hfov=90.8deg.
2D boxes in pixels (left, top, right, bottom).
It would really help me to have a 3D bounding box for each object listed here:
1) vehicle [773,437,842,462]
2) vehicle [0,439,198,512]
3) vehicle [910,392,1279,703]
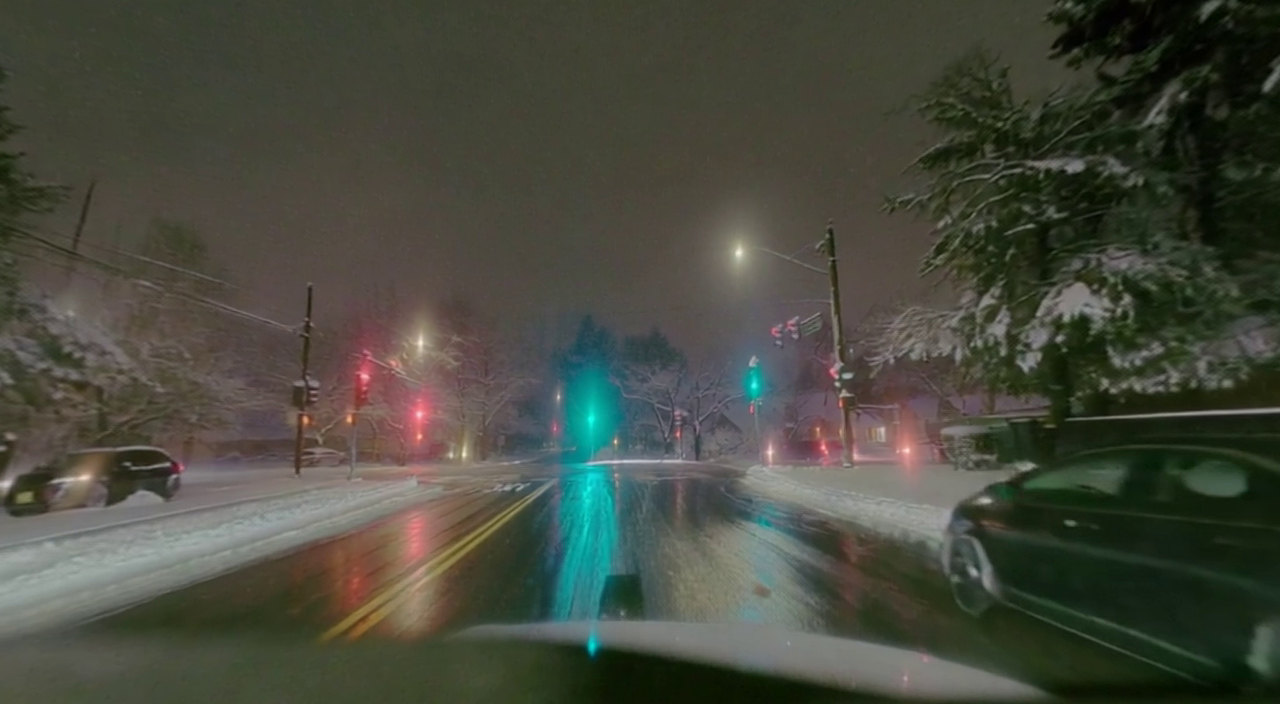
[{"bbox_3d":[10.465,6.118,39.668,3.815,1.504,1.790,0,-8,0],"label":"vehicle"},{"bbox_3d":[-14.152,3.125,16.639,2.003,1.637,4.297,0,-8,-2],"label":"vehicle"},{"bbox_3d":[3.655,1.065,3.701,2.065,1.478,4.828,0,-8,1],"label":"vehicle"}]
